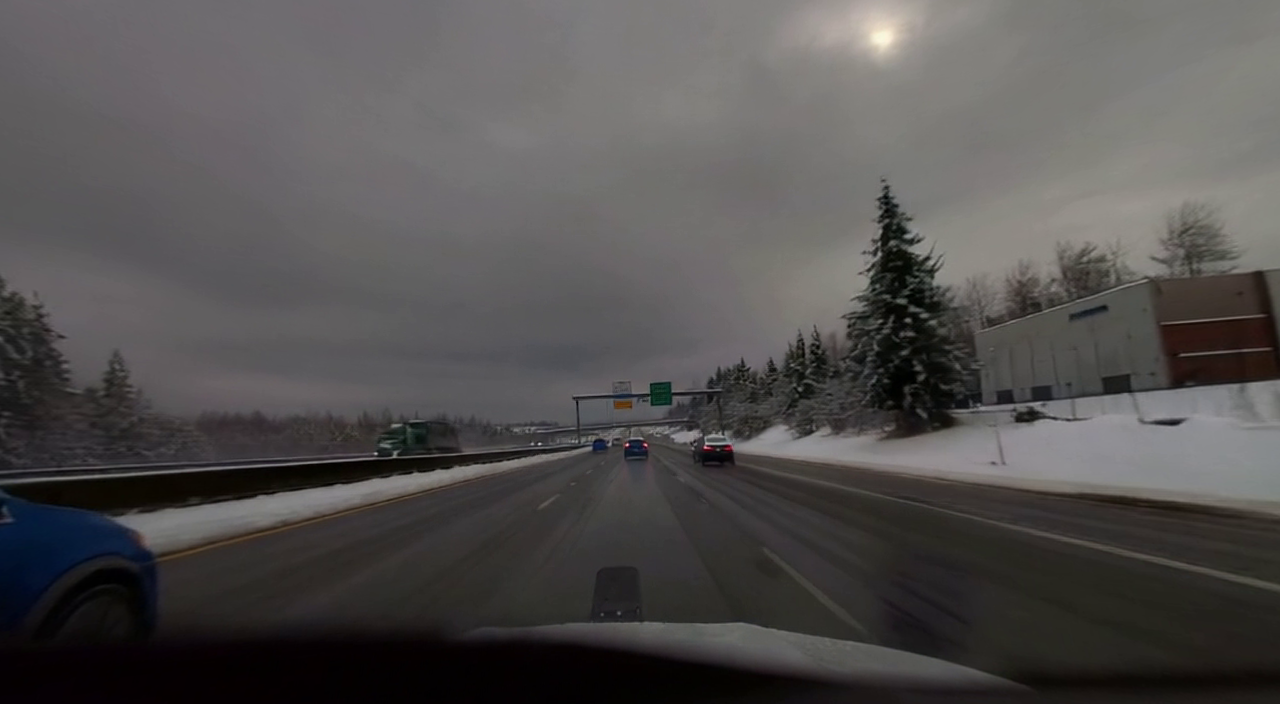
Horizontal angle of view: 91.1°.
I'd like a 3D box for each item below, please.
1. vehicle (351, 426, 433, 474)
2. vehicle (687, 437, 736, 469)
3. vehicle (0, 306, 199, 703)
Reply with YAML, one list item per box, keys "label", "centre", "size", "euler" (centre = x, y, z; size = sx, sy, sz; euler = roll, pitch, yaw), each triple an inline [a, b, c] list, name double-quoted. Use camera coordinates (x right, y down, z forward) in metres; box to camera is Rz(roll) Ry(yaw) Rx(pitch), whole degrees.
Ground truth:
- label: "vehicle"
  centre: [-16.566, 6.572, 42.567]
  size: [2.757, 2.799, 6.953]
  euler: [-3, -8, 0]
- label: "vehicle"
  centre: [3.620, 5.147, 32.332]
  size: [1.992, 1.532, 3.996]
  euler: [0, -8, -1]
- label: "vehicle"
  centre: [-3.563, 0.533, 0.941]
  size: [2.272, 1.795, 4.832]
  euler: [0, -8, 0]
